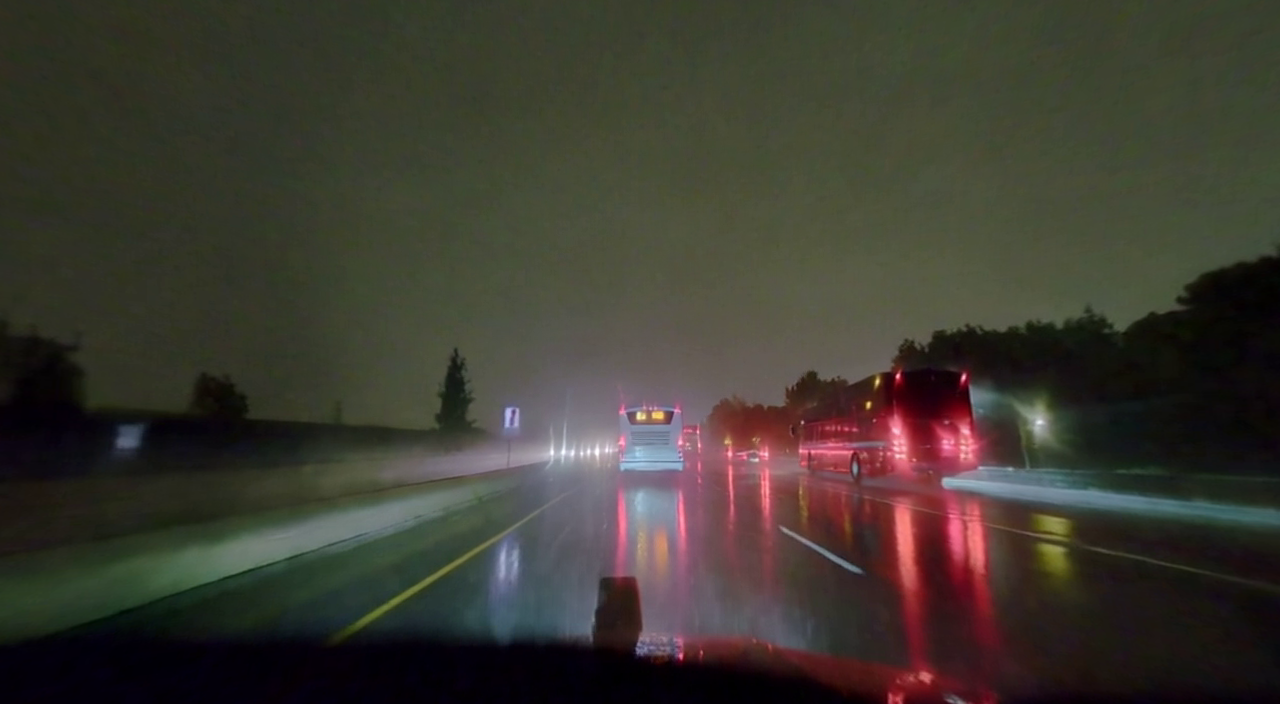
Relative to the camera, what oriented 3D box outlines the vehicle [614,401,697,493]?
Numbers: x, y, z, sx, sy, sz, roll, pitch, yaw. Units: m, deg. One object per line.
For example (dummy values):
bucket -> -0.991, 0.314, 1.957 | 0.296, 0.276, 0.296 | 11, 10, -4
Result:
vehicle -> 0.385, 3.214, 21.290 | 2.414, 2.675, 5.574 | 0, -9, -1
